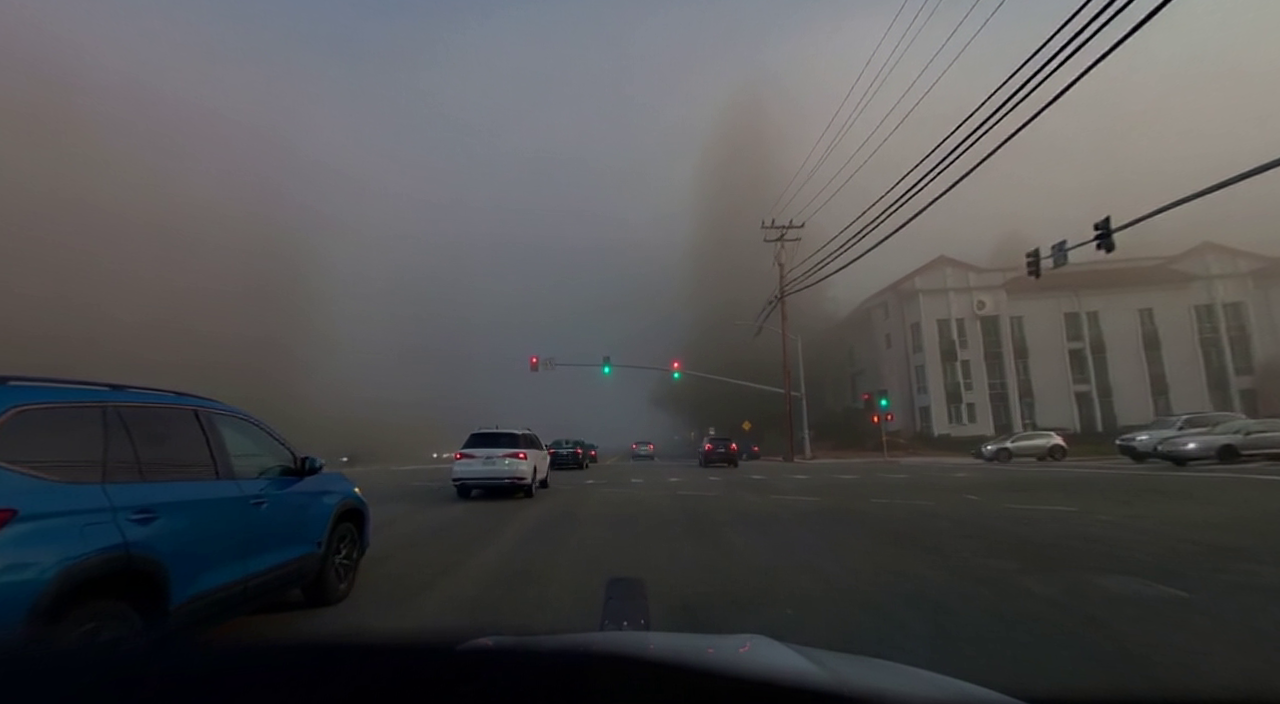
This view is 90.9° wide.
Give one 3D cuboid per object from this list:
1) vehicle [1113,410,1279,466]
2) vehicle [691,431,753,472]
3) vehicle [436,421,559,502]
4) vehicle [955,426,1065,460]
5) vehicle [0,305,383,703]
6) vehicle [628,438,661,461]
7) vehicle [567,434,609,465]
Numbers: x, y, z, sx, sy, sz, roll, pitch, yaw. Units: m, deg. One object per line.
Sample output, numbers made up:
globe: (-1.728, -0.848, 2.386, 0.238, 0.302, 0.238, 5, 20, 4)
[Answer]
vehicle: (19.583, 2.963, 21.753, 5.033, 1.802, 1.928, 1, -9, -5)
vehicle: (3.672, 4.586, 29.163, 2.201, 1.734, 4.564, 0, -8, -1)
vehicle: (-3.352, 2.685, 15.827, 1.958, 1.744, 4.315, 0, -8, 2)
vehicle: (18.245, 4.516, 31.230, 4.119, 1.574, 2.028, -1, -8, 3)
vehicle: (-3.267, 0.863, 3.108, 2.127, 1.754, 4.287, 0, -8, 1)
vehicle: (0.314, 6.780, 43.889, 2.185, 1.515, 4.215, 0, -8, 1)
vehicle: (-2.934, 5.600, 36.264, 1.900, 1.677, 4.128, 0, -8, 2)
